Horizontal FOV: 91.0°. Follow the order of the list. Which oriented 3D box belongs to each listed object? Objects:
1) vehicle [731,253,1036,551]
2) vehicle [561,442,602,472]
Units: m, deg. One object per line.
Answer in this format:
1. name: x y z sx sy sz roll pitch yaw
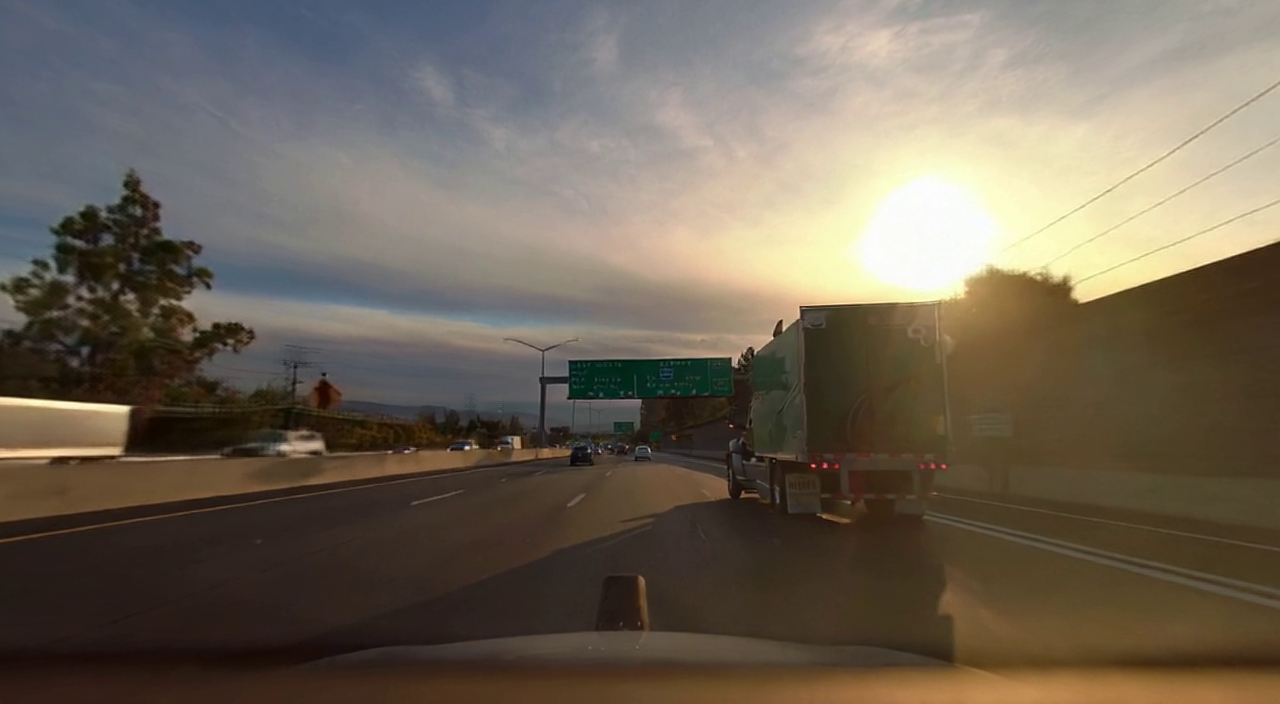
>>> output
1. vehicle: 3.750 1.147 12.146 3.042 4.037 7.253 0 -9 1
2. vehicle: -3.401 6.234 37.507 2.000 1.658 4.155 0 -9 1
